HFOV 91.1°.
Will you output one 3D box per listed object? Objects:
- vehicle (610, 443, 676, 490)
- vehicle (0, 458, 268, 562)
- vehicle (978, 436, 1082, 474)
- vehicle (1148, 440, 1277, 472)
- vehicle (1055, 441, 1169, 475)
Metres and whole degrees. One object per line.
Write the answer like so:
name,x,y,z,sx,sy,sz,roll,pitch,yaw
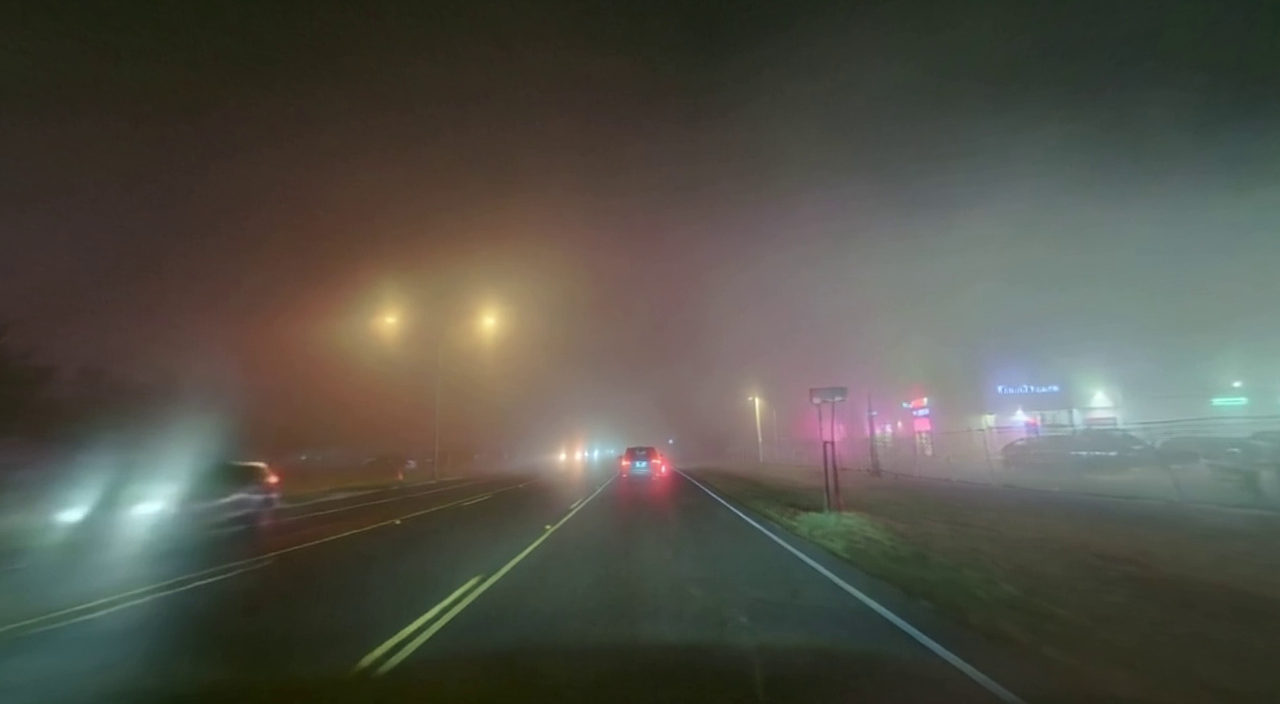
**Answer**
vehicle,0.107,4.049,22.482,2.144,1.514,4.063,0,-9,0
vehicle,-9.465,2.832,12.019,1.956,1.527,4.365,0,-9,1
vehicle,18.882,5.028,30.710,2.039,1.705,4.666,0,-9,0
vehicle,27.733,5.045,30.662,1.904,1.432,4.712,0,-9,1
vehicle,21.794,4.915,29.245,1.934,1.457,4.134,1,-9,-3
